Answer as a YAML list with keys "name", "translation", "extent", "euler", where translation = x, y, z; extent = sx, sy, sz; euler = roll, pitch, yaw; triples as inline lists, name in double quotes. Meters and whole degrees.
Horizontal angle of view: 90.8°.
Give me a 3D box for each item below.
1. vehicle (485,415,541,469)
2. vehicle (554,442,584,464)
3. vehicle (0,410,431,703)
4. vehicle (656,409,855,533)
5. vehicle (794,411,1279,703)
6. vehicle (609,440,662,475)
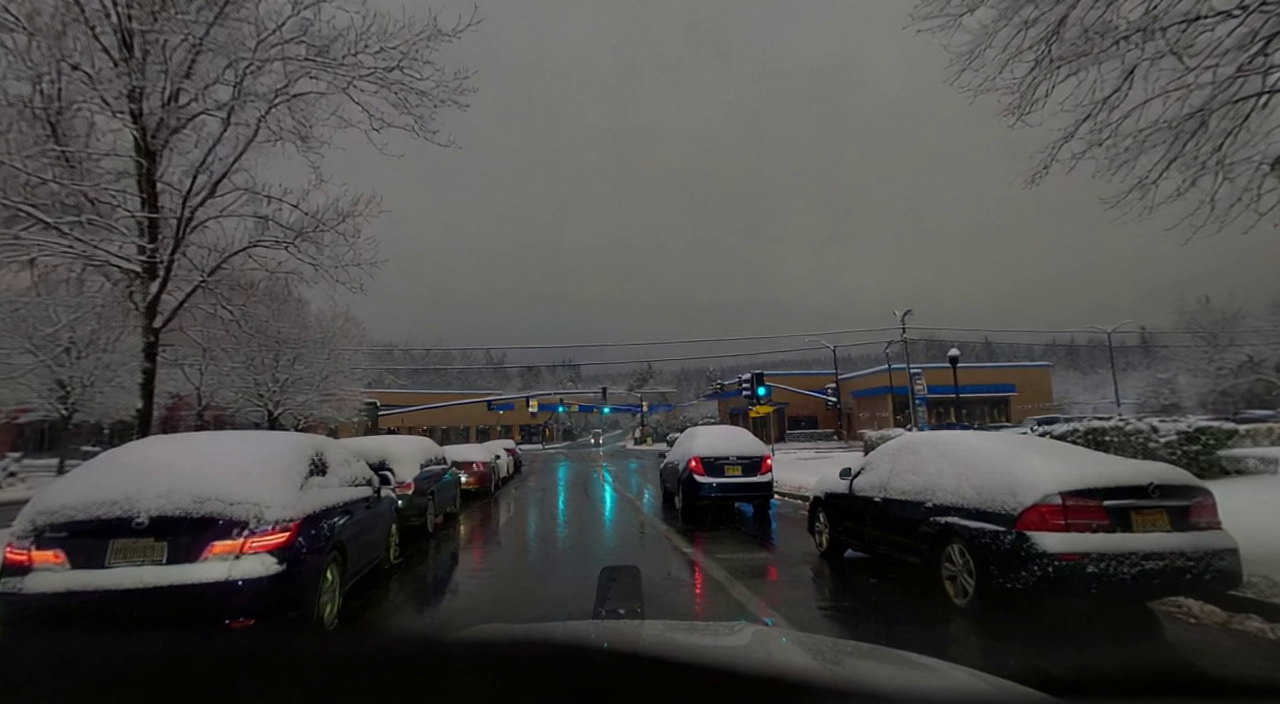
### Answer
- name: "vehicle"
  translation: [-8.294, 6.013, 42.208]
  extent: [2.820, 3.263, 7.986]
  euler: [1, -8, -6]
- name: "vehicle"
  translation: [-5.251, 7.406, 46.451]
  extent: [2.095, 1.473, 4.301]
  euler: [1, -8, -7]
- name: "vehicle"
  translation: [-2.885, 1.341, 5.076]
  extent: [1.968, 1.497, 4.286]
  euler: [2, -9, -15]
- name: "vehicle"
  translation: [1.905, 2.278, 12.818]
  extent: [2.324, 1.907, 5.634]
  euler: [1, -8, -7]
- name: "vehicle"
  translation: [3.154, 1.401, 5.554]
  extent: [1.904, 1.494, 4.864]
  euler: [1, -8, -6]
- name: "vehicle"
  translation: [-0.302, 4.821, 29.179]
  extent: [1.910, 1.493, 4.490]
  euler: [1, -8, -7]
